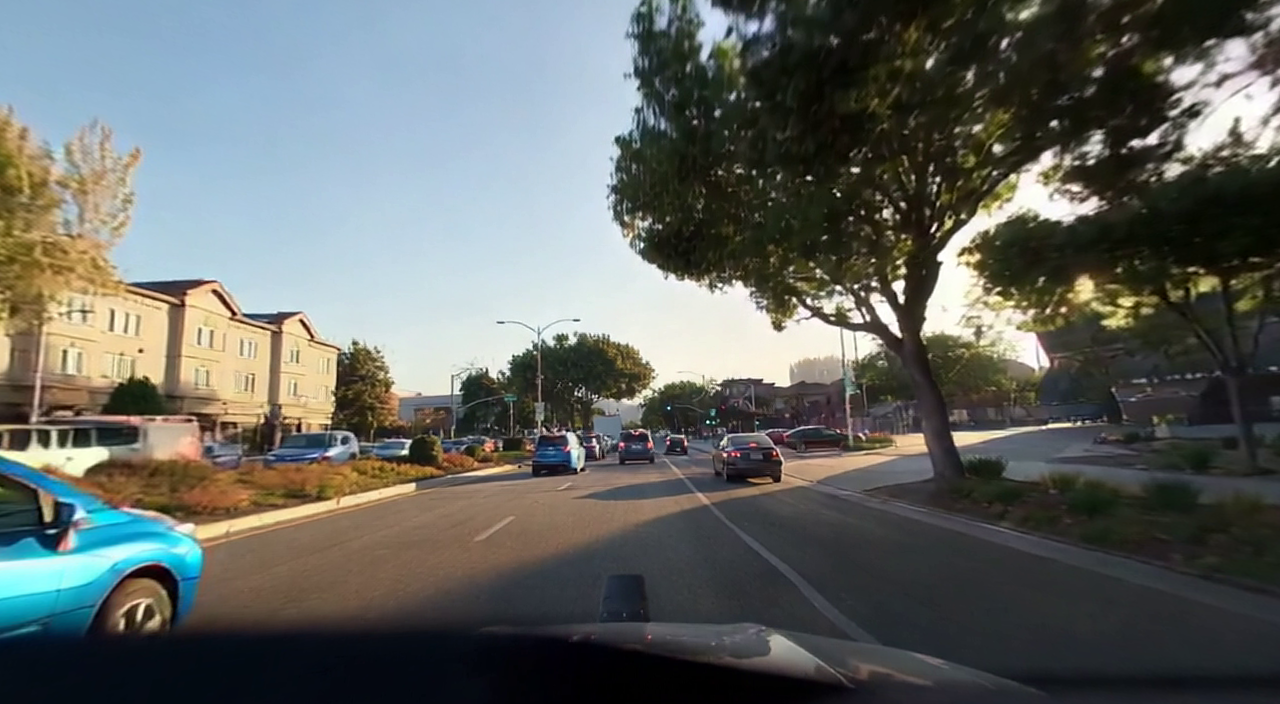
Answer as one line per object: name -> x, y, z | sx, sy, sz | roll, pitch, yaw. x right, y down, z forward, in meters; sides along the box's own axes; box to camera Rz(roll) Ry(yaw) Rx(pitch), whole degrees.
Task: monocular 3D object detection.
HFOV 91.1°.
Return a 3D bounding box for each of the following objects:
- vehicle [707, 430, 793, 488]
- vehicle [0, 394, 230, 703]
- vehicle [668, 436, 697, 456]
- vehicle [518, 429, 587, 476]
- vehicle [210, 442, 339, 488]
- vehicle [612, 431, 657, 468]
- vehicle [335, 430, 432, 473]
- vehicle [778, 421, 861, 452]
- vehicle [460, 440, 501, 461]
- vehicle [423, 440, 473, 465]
vehicle -> 3.172, 3.172, 18.924 | 1.847, 1.554, 3.885 | 0, -8, 0
vehicle -> -3.333, 0.743, 1.176 | 2.094, 1.483, 4.510 | 0, -8, 0
vehicle -> 3.229, 7.179, 48.045 | 1.948, 1.475, 4.093 | 0, -8, 0
vehicle -> -3.438, 4.056, 25.505 | 2.047, 1.710, 4.314 | 0, -8, 2
vehicle -> -12.550, 3.877, 21.939 | 1.824, 1.447, 4.442 | 0, -8, 0
vehicle -> -0.231, 4.743, 30.616 | 2.022, 1.700, 4.084 | 0, -8, 1
vehicle -> -12.226, 4.808, 30.497 | 2.245, 1.908, 5.613 | 0, -8, 1
vehicle -> 12.228, 5.838, 42.985 | 4.991, 1.978, 2.090 | -8, -12, 43
vehicle -> -12.184, 7.517, 48.232 | 1.924, 1.511, 4.640 | 0, -8, 0
vehicle -> -12.353, 6.474, 40.679 | 1.843, 1.509, 4.301 | 0, -8, 1
